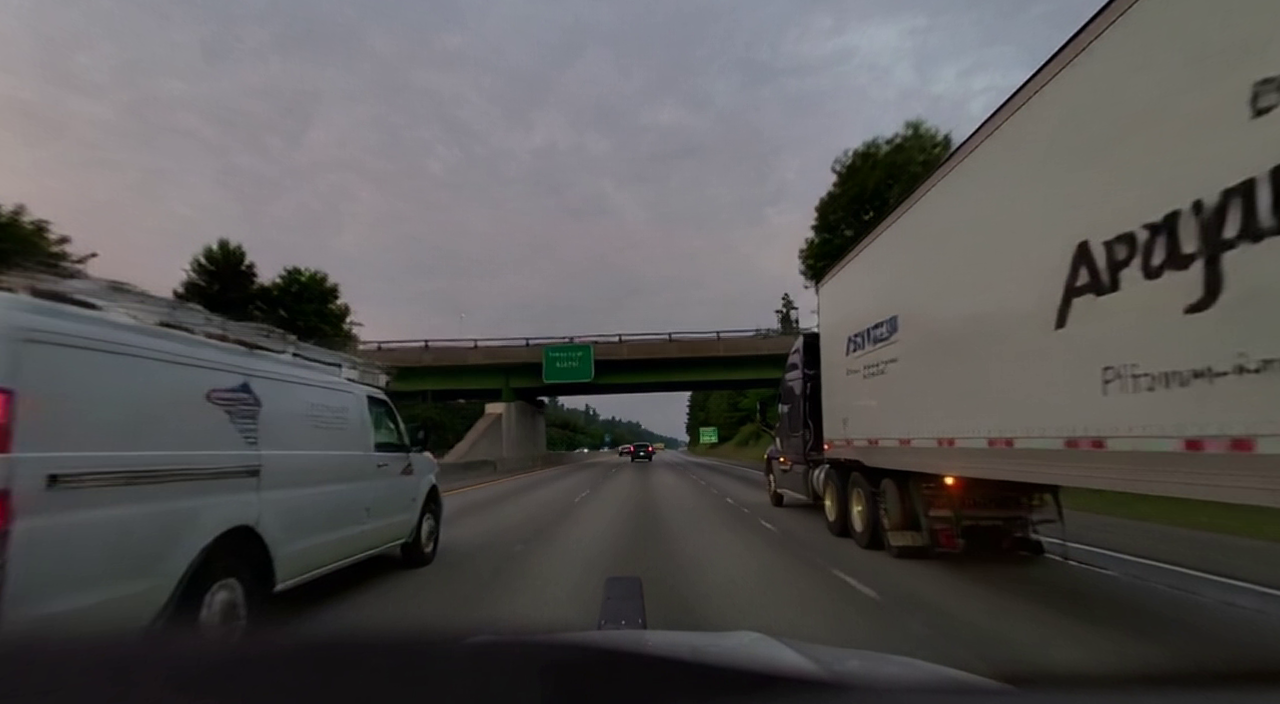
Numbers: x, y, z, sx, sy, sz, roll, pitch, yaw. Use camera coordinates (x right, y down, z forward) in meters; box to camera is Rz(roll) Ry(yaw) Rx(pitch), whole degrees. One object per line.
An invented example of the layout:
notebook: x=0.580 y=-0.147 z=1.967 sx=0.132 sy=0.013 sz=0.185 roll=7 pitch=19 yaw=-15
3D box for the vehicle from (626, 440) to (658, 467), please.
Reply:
vehicle: x=0.132 y=6.909 z=42.954 sx=2.067 sy=1.690 sz=3.901 roll=0 pitch=-9 yaw=0

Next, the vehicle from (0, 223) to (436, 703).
vehicle: x=-3.295 y=0.757 z=3.165 sx=2.572 sy=1.927 sz=5.803 roll=0 pitch=-9 yaw=0

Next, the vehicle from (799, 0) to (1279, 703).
vehicle: x=4.337 y=-0.129 z=4.023 sx=3.011 sy=4.028 sz=13.890 roll=0 pitch=-9 yaw=0
